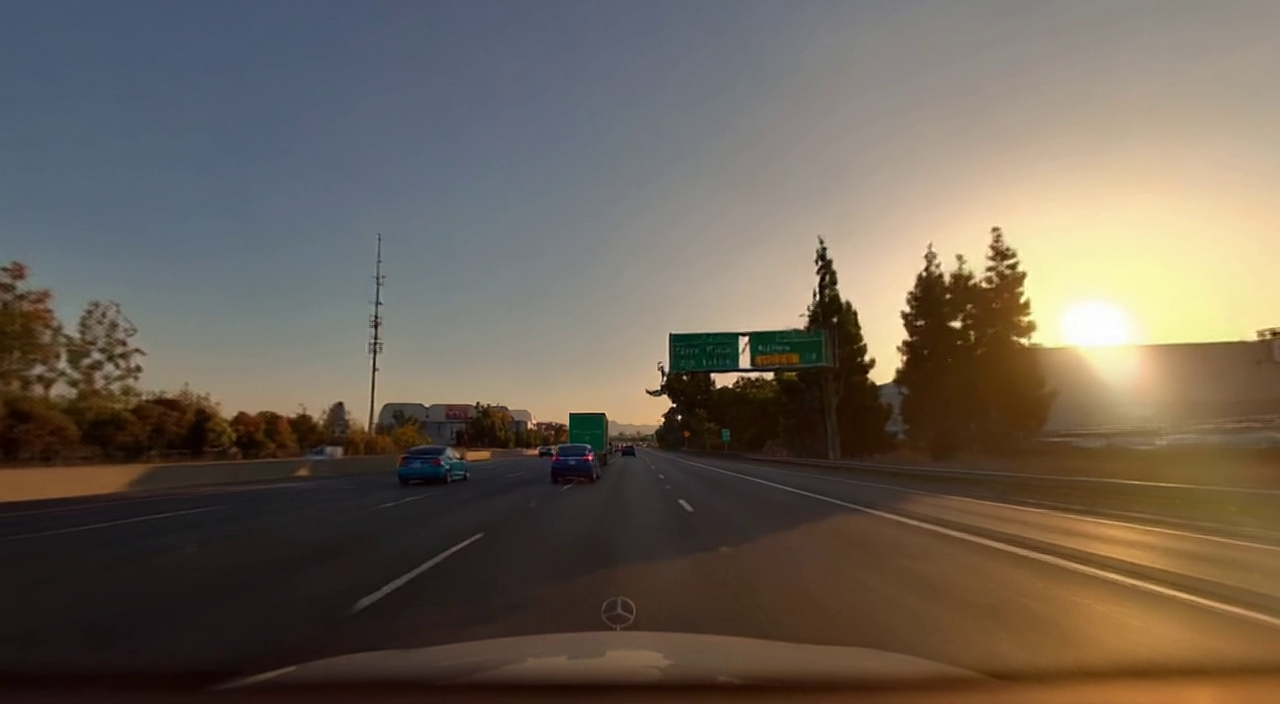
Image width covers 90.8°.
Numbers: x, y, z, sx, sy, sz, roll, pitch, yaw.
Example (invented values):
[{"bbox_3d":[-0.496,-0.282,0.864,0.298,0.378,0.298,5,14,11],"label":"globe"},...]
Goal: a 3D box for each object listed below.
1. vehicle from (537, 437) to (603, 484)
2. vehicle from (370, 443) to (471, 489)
[{"bbox_3d":[-2.658,4.244,24.895,2.033,1.669,4.112,0,-9,1],"label":"vehicle"},{"bbox_3d":[-7.699,4.034,22.699,2.026,1.477,4.467,0,-9,0],"label":"vehicle"}]
